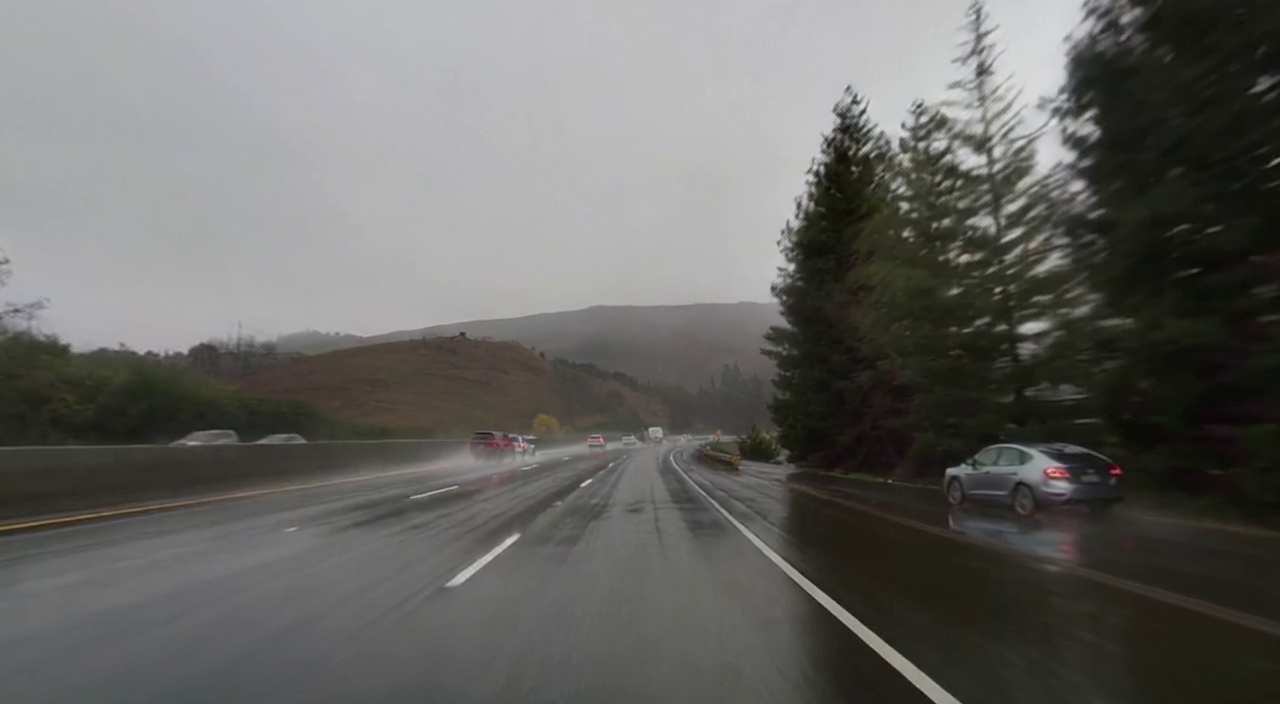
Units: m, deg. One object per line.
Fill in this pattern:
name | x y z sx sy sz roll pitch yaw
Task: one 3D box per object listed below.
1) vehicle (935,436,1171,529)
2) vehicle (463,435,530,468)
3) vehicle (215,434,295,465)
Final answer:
vehicle | 10.254 3.223 16.411 2.325 1.972 5.577 0 -8 0
vehicle | -6.976 4.891 31.035 2.010 1.489 4.456 -1 -8 3
vehicle | -24.988 6.341 40.970 1.996 1.837 4.523 -1 -8 6
